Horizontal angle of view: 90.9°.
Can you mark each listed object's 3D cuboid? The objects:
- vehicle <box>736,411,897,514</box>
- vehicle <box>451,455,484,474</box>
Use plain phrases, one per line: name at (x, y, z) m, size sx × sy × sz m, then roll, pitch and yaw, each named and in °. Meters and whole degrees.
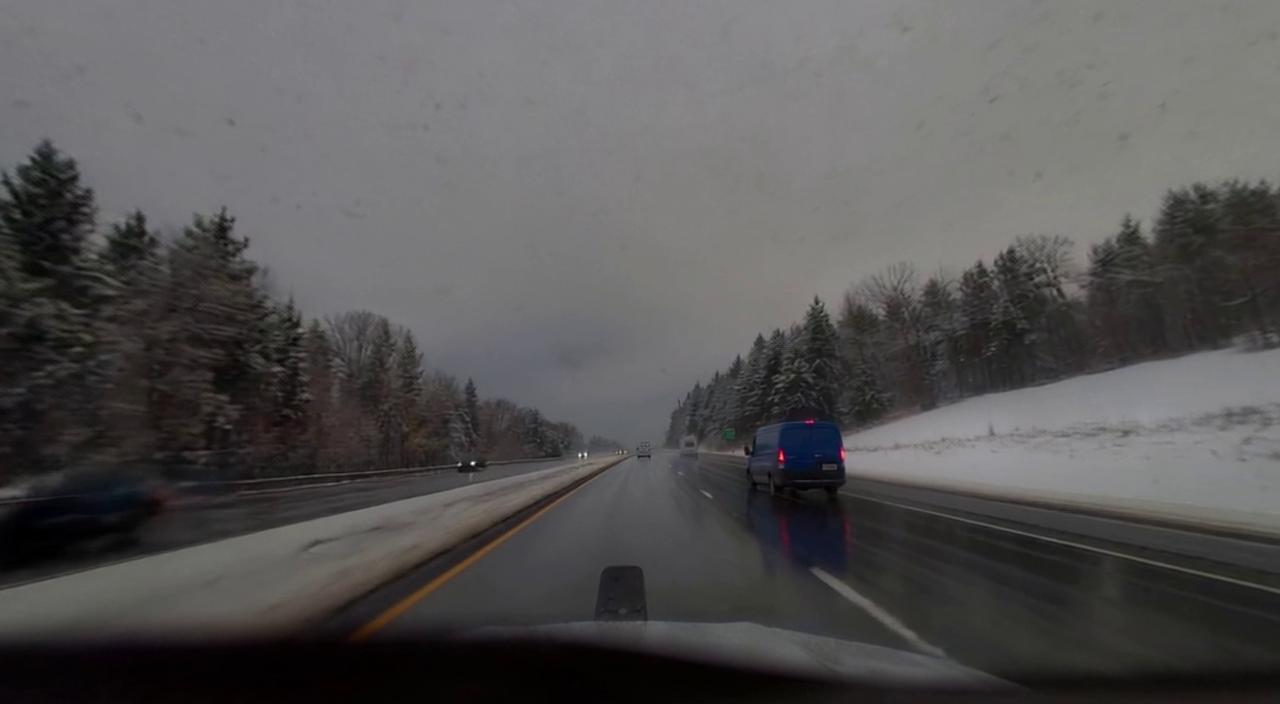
vehicle at (3.937, 2.598, 15.168) m, size 2.371 × 2.045 × 4.768 m, roll 0°, pitch -9°, yaw -1°
vehicle at (-12.971, 8.489, 47.491) m, size 1.530 × 1.346 × 3.220 m, roll -1°, pitch -9°, yaw 1°
